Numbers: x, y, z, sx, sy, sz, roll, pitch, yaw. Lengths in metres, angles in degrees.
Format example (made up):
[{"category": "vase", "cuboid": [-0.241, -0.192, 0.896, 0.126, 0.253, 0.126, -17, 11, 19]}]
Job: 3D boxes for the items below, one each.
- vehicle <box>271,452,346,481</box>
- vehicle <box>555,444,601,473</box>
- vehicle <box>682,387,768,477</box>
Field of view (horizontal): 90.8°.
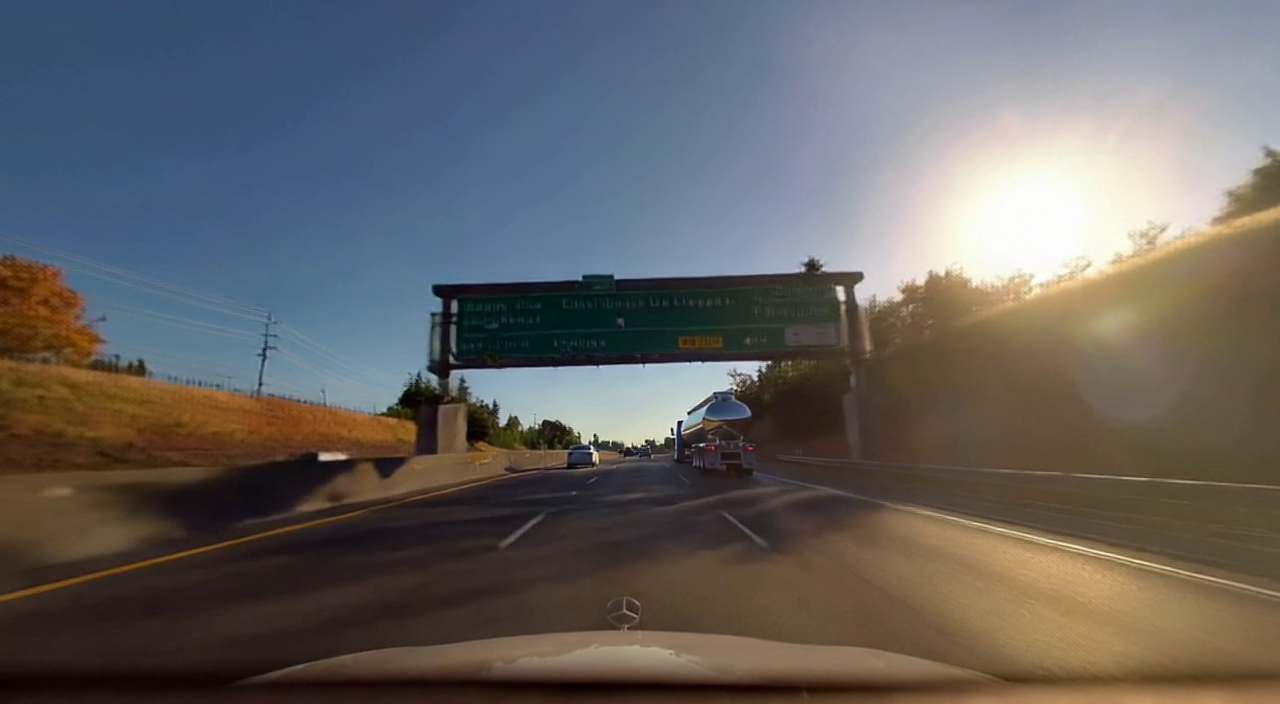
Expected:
[{"category": "vehicle", "cuboid": [-19.185, 6.616, 36.760, 1.892, 1.502, 4.488, 0, -9, 0]}, {"category": "vehicle", "cuboid": [-3.297, 5.764, 34.472, 1.986, 1.458, 4.506, 0, -9, 1]}, {"category": "vehicle", "cuboid": [3.874, 4.054, 31.207, 2.759, 3.734, 9.708, 0, -9, -1]}]
